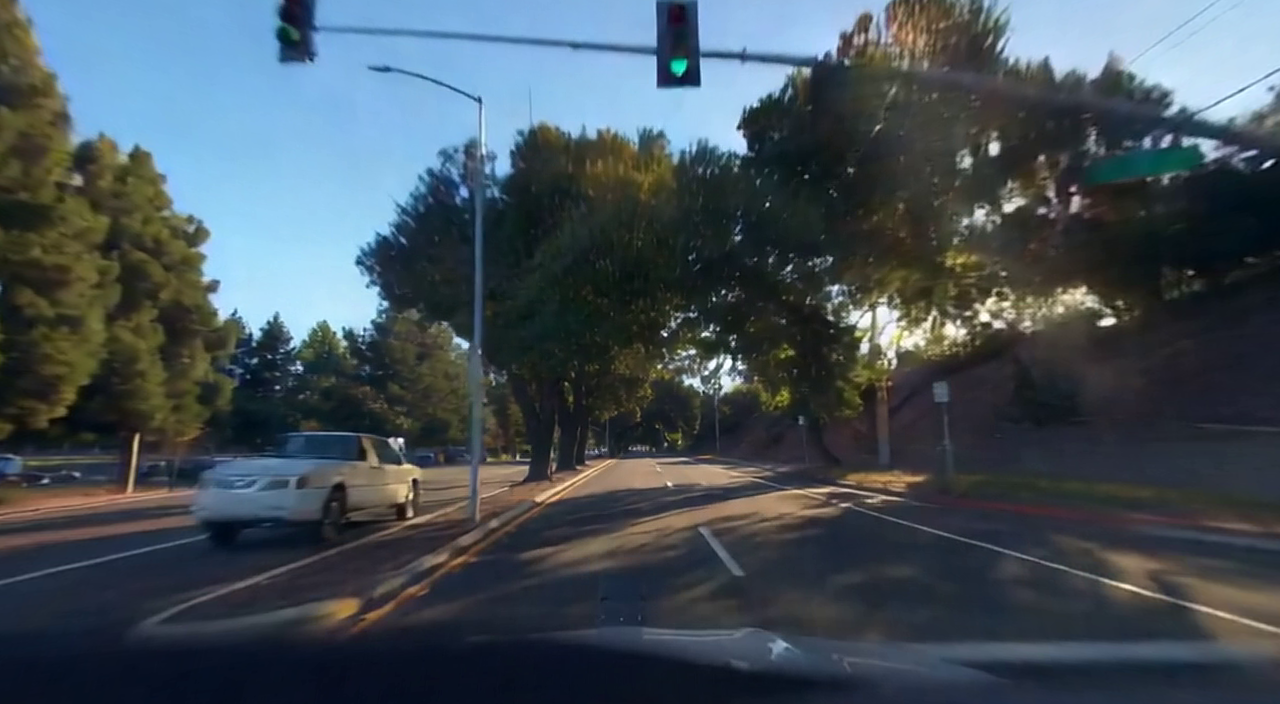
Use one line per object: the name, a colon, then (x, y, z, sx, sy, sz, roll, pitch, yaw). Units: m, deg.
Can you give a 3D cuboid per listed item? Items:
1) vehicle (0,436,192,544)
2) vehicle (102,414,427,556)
vehicle: (-12.041, 2.696, 13.080, 2.208, 1.821, 4.552, 0, -8, -1)
vehicle: (-5.986, 2.206, 11.464, 2.084, 1.823, 6.226, -1, -8, 0)
